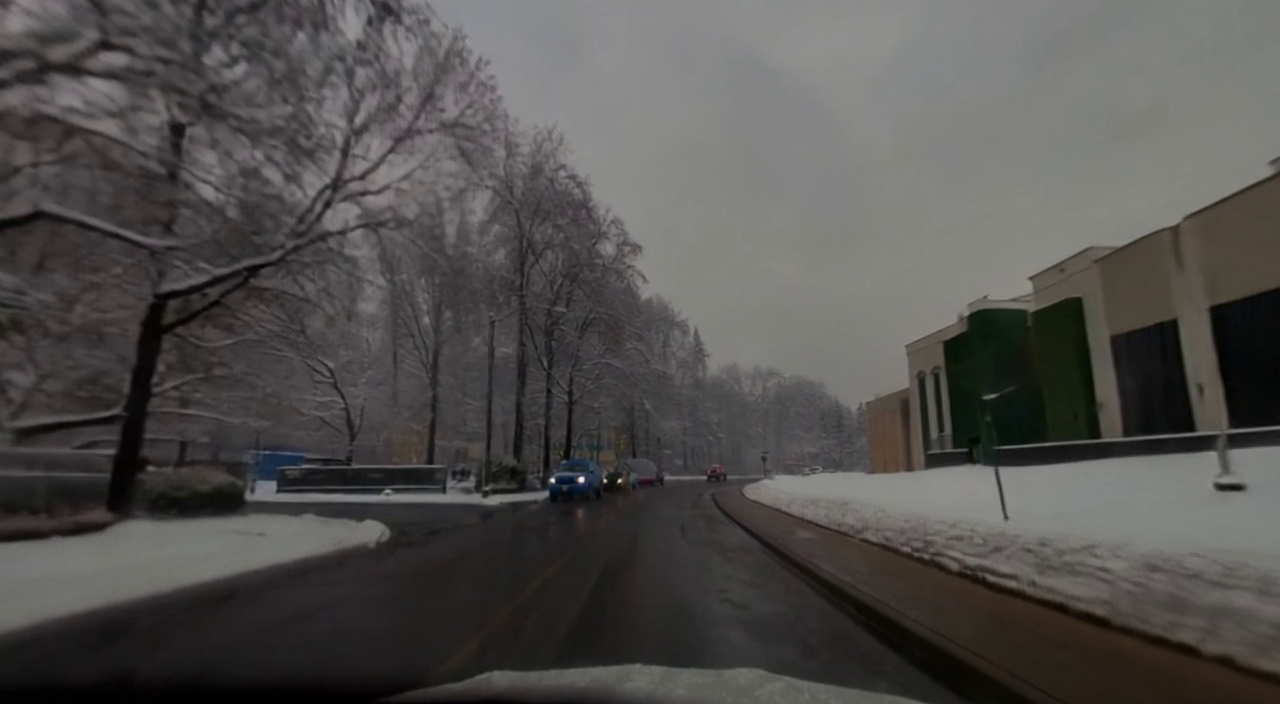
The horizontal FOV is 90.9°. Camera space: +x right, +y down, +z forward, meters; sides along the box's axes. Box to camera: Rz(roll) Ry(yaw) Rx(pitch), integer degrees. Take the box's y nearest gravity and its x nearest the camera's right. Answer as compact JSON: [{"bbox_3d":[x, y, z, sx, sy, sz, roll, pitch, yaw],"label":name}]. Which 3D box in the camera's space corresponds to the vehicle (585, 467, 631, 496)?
[{"bbox_3d":[-1.853,7.682,37.583,1.903,1.542,4.115,-2,-10,9],"label":"vehicle"}]

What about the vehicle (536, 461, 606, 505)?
[{"bbox_3d":[-3.002,5.852,28.459,2.022,1.776,4.625,-2,-10,8],"label":"vehicle"}]
